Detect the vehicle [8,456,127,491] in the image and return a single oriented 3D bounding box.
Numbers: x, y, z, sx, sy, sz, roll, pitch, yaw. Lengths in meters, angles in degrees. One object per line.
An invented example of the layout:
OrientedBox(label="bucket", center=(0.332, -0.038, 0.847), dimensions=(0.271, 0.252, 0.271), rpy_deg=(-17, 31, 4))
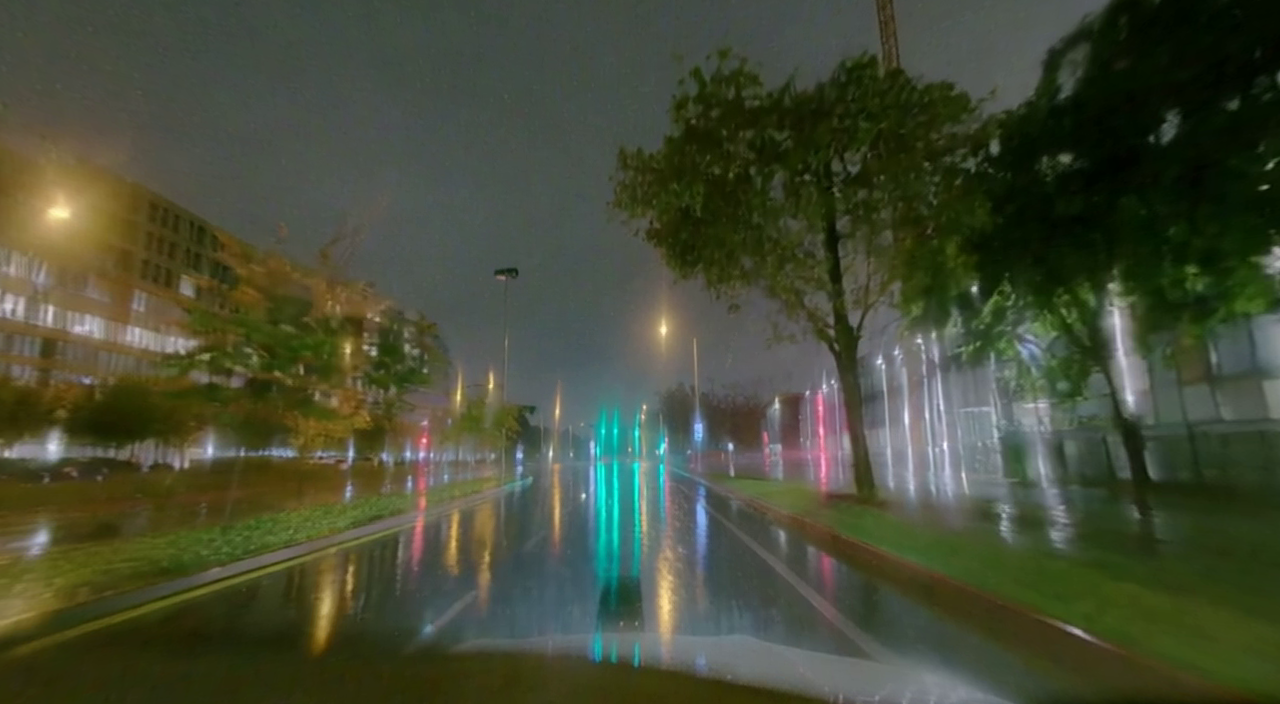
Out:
OrientedBox(label="vehicle", center=(-25.665, 5.450, 28.300), dimensions=(3.580, 1.435, 1.805), rpy_deg=(0, -9, 2))
